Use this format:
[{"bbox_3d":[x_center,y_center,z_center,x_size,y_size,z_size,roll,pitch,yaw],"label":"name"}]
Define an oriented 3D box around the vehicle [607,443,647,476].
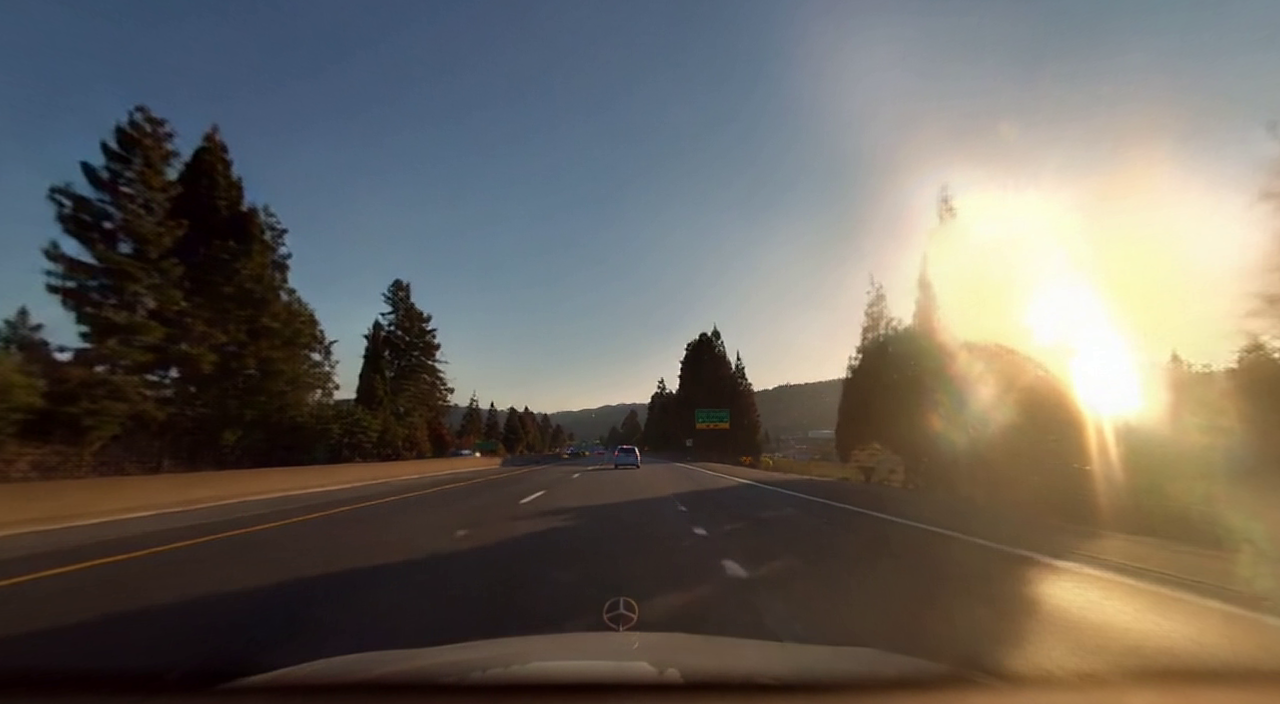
[{"bbox_3d":[-0.674,6.099,35.815,2.120,1.715,4.153,0,-9,0],"label":"vehicle"}]
